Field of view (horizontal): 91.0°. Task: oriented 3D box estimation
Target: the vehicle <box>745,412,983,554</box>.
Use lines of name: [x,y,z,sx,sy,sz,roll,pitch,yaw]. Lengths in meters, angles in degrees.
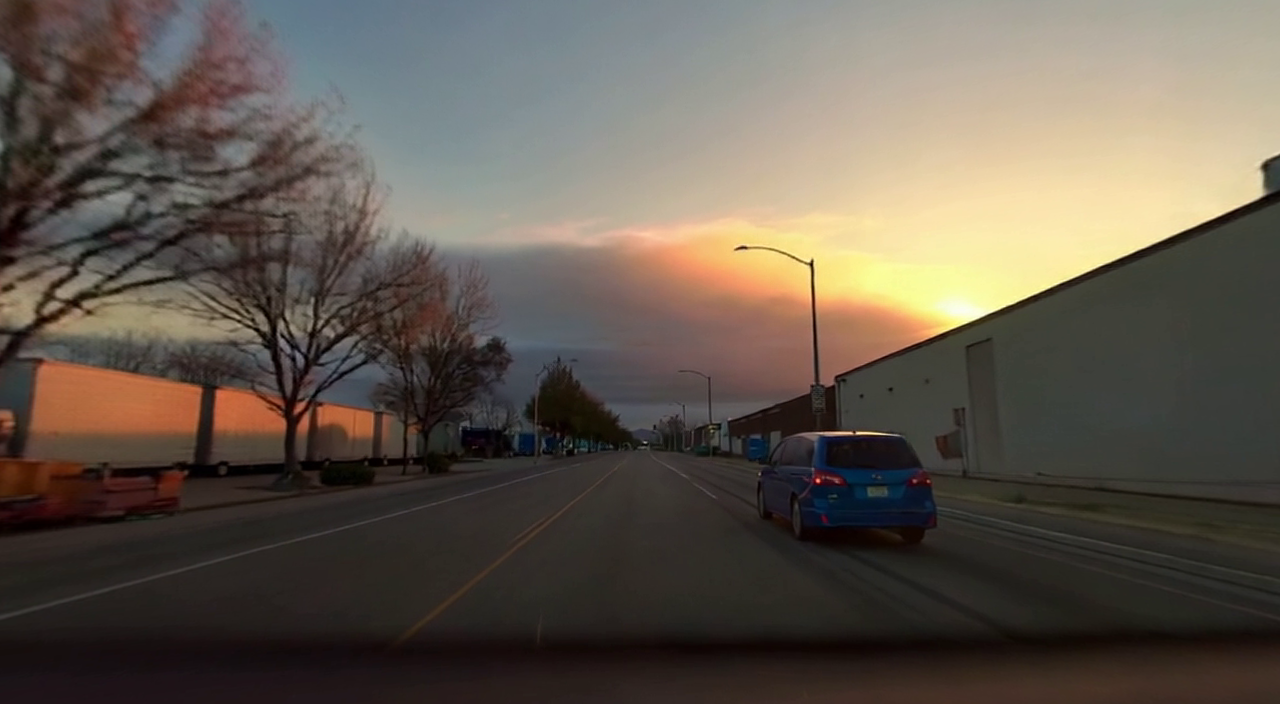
vehicle: [3.315,2.060,10.649,2.202,1.822,4.826,0,-8,-1]
